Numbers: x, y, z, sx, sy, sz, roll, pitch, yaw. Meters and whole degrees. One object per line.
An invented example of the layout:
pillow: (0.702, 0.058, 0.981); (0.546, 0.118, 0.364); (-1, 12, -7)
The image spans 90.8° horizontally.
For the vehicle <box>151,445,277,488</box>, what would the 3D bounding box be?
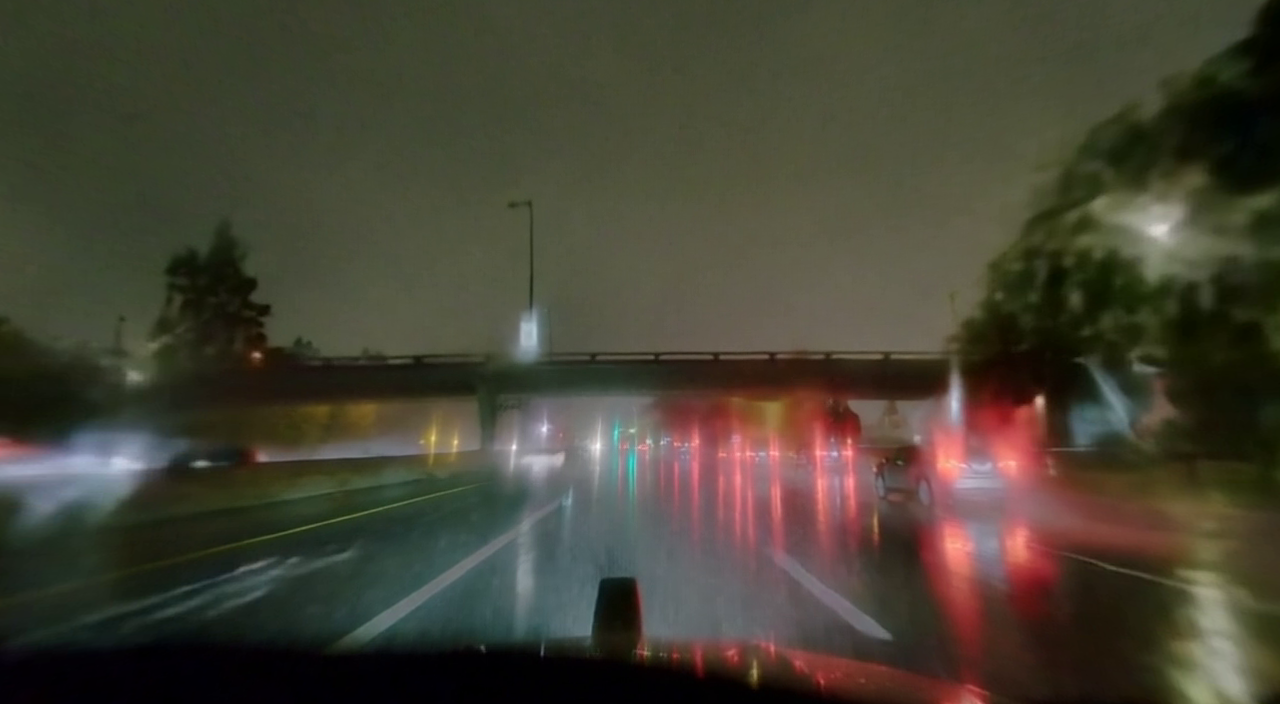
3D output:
vehicle: (-17.513, 4.709, 26.322); (2.005, 1.616, 4.669); (0, -9, 0)
